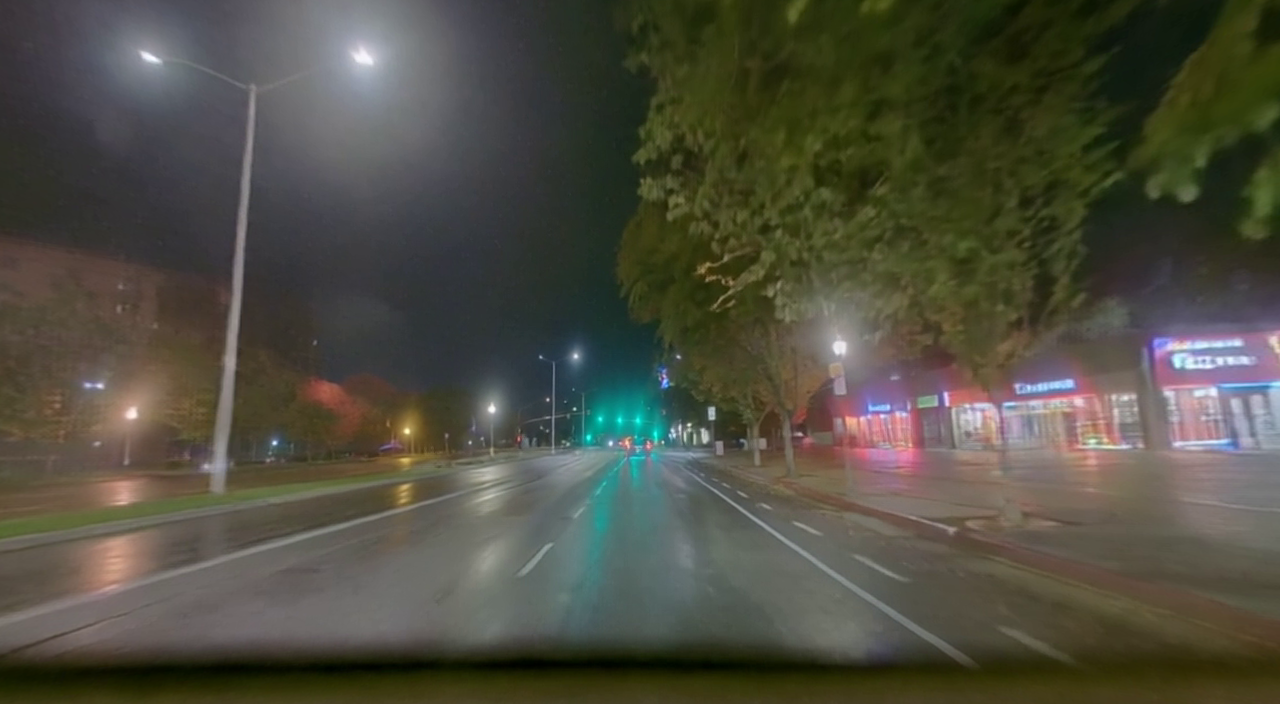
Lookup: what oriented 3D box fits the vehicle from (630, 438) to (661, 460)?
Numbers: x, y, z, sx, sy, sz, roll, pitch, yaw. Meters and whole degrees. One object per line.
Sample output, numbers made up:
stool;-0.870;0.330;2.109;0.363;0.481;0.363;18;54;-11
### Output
vehicle;0.343;6.799;44.510;2.115;1.461;3.976;0;-8;-1
